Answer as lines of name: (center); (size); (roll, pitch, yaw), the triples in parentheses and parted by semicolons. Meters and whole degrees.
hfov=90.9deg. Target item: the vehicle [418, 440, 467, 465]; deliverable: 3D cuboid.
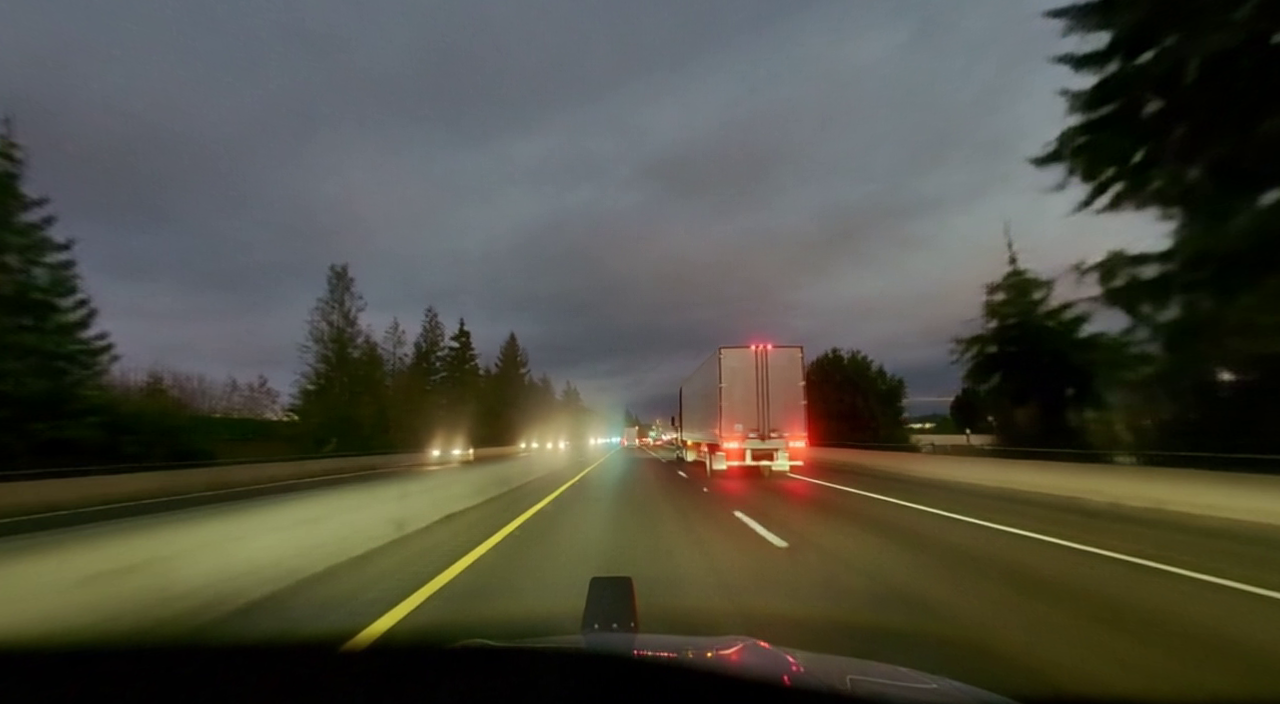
vehicle: (-13.176, 6.712, 42.336); (1.929, 1.605, 4.299); (0, -8, 0)

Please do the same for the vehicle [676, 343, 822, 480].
vehicle: (3.557, 2.649, 25.267); (3.038, 3.975, 13.887); (0, -8, -1)
